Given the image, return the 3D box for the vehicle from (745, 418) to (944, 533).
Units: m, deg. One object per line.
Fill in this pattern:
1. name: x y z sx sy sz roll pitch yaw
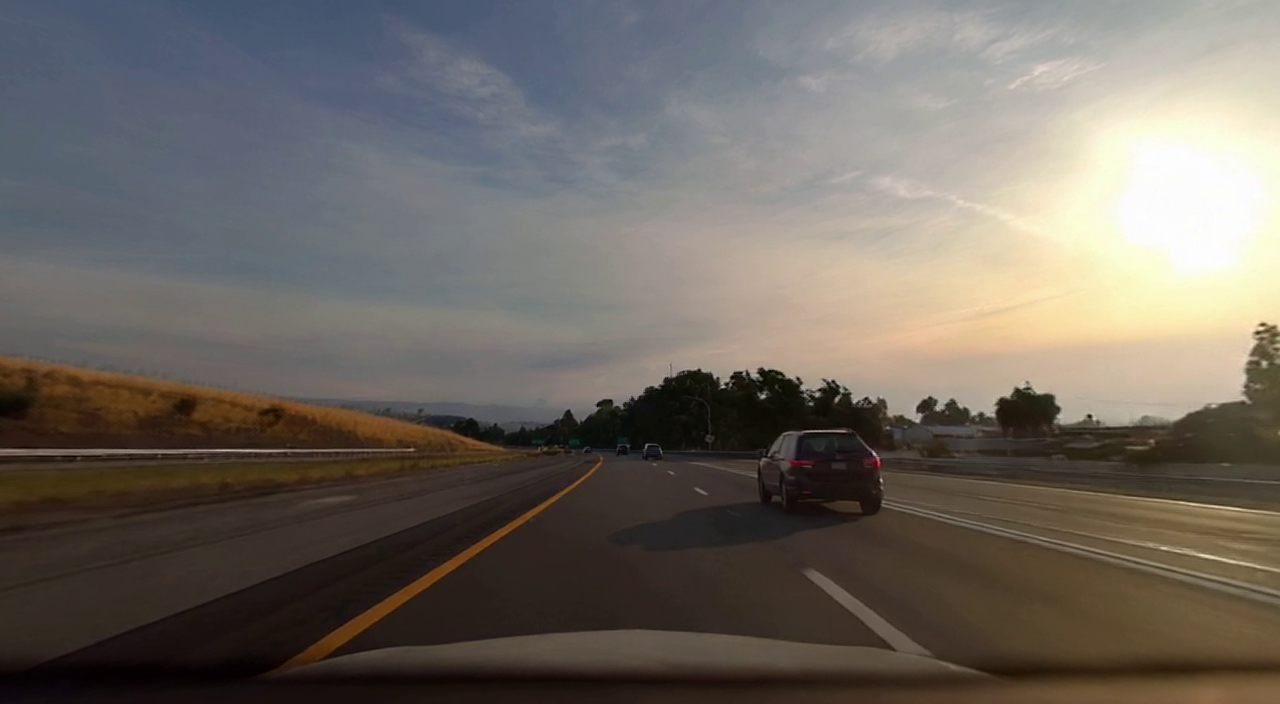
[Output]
1. vehicle: 3.612 2.276 12.354 2.141 1.785 4.778 0 -8 -2
